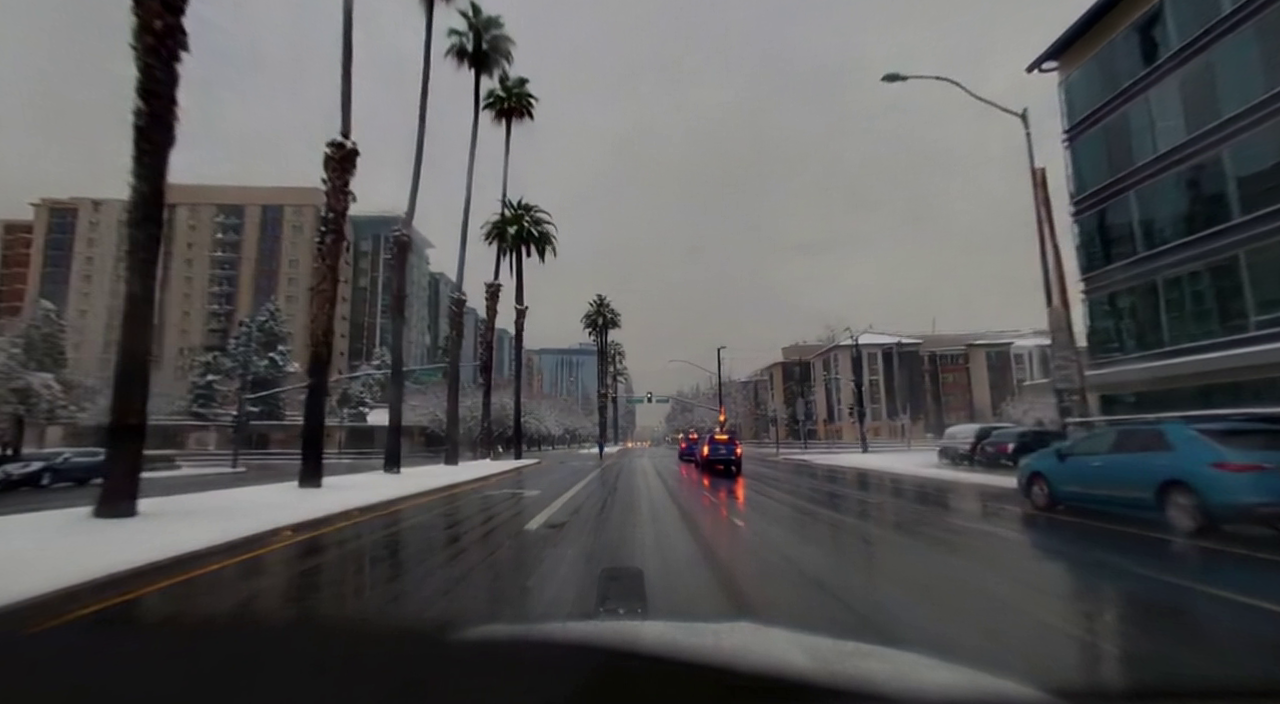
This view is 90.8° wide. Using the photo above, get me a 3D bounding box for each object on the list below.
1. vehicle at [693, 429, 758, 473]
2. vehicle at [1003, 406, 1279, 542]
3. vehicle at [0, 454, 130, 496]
[{"bbox_3d":[3.610,4.312,27.624,2.060,1.756,4.770,0,-8,-1],"label":"vehicle"},{"bbox_3d":[8.685,1.924,10.608,2.192,1.725,4.920,0,-8,-1],"label":"vehicle"},{"bbox_3d":[-23.534,4.913,25.645,1.860,1.485,4.833,0,-8,-3],"label":"vehicle"}]
